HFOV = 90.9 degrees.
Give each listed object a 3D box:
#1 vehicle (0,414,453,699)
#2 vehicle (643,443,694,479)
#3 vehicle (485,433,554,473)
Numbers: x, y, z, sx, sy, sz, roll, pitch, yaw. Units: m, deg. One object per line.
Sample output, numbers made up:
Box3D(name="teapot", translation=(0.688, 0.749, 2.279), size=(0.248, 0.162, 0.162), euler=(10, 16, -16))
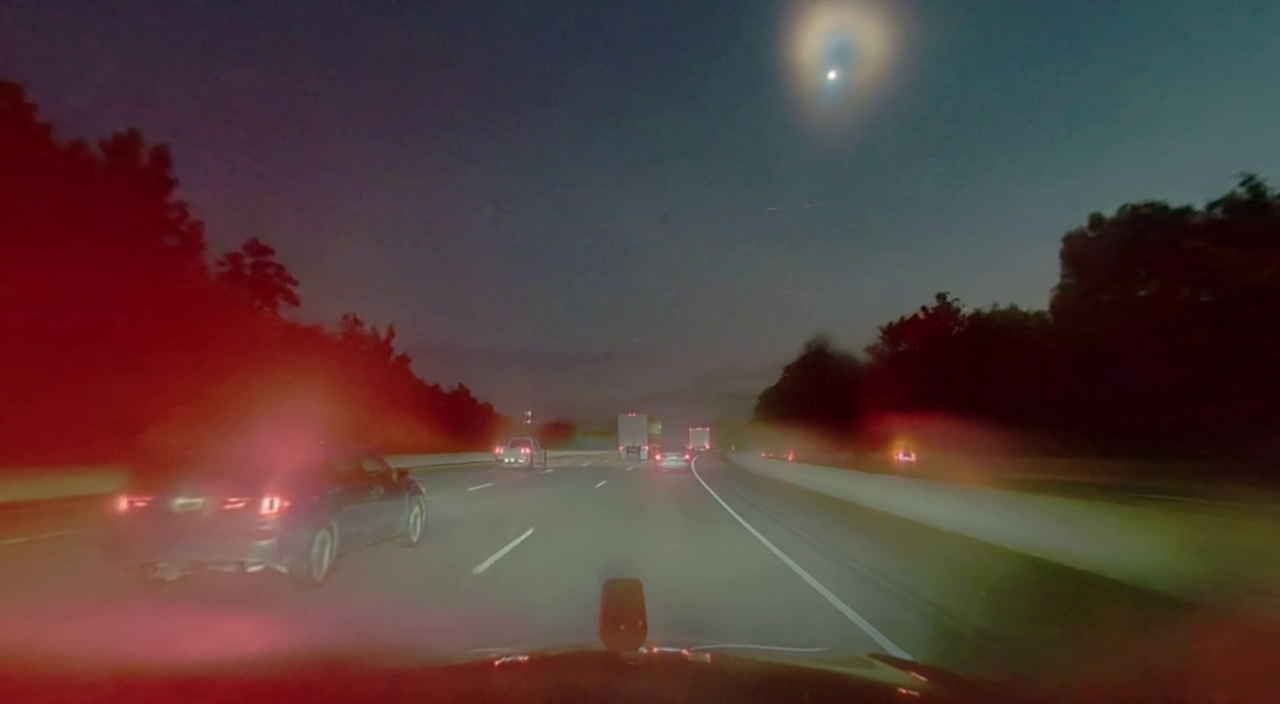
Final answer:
Box3D(name="vehicle", translation=(-3.417, 1.430, 5.716), size=(1.916, 1.486, 4.631), euler=(0, -9, 2))
Box3D(name="vehicle", translation=(1.217, 4.541, 26.520), size=(1.984, 1.365, 3.767), euler=(0, -9, 3))
Box3D(name="vehicle", translation=(-5.918, 5.028, 31.555), size=(2.142, 1.833, 4.854), euler=(-1, -9, 5))
